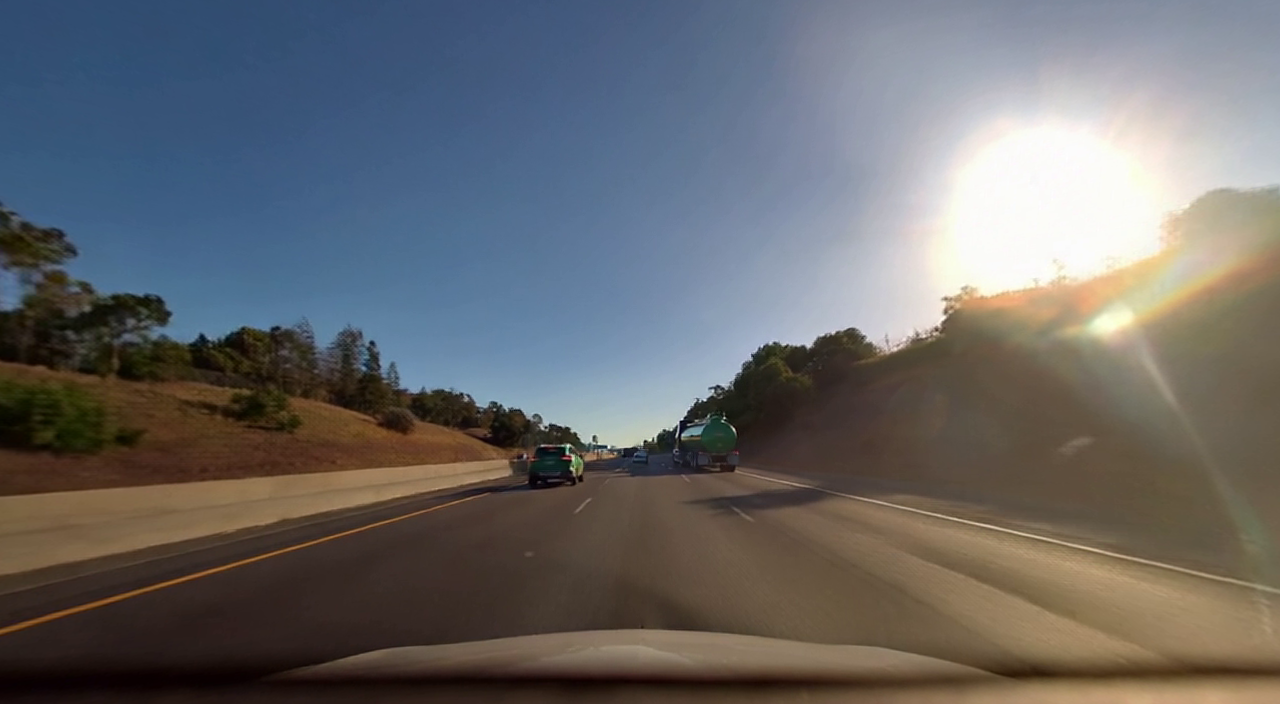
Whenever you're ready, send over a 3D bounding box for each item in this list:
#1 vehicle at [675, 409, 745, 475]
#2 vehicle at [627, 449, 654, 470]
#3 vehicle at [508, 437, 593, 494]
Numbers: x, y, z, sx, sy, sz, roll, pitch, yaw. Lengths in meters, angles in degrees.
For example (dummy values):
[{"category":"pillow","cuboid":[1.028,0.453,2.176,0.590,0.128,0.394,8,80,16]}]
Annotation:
[{"category":"vehicle","cuboid":[4.251,5.995,41.689,2.889,3.606,13.832,0,-9,-1]},{"category":"vehicle","cuboid":[0.035,8.216,48.456,2.013,1.498,3.908,0,-9,0]},{"category":"vehicle","cuboid":[-3.034,3.992,22.534,2.258,1.805,4.665,-1,-9,1]}]
